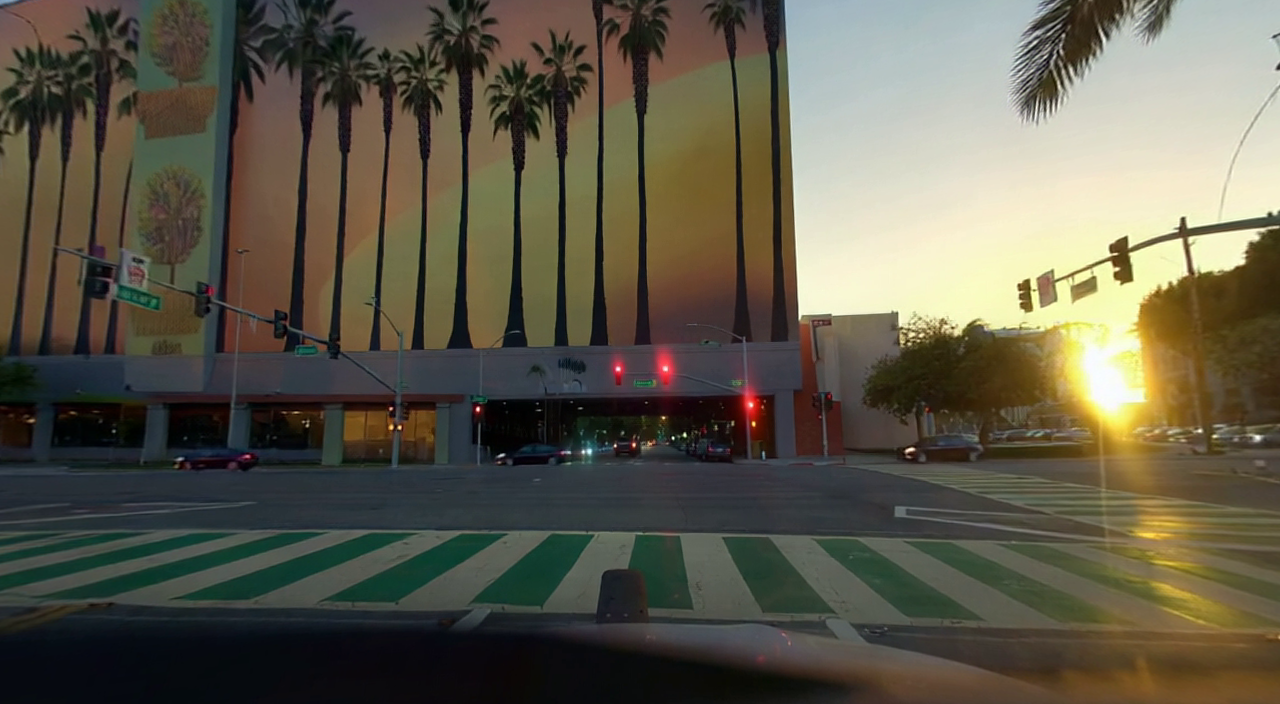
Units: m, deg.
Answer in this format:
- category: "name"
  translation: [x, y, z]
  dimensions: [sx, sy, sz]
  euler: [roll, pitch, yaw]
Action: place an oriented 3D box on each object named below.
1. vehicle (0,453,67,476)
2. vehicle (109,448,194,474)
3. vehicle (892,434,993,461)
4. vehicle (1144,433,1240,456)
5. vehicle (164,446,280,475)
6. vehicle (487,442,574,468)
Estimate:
- category: "vehicle"
  translation: [-41.664, 7.622, 42.778]
  dimensions: [3.698, 1.508, 1.779]
  euler: [0, -8, 1]
- category: "vehicle"
  translation: [-33.078, 7.392, 42.765]
  dimensions: [4.136, 1.661, 1.857]
  euler: [0, -8, 0]
- category: "vehicle"
  translation: [17.524, 5.554, 36.658]
  dimensions: [4.893, 1.458, 1.791]
  euler: [0, -8, 0]
- category: "vehicle"
  translation: [36.049, 6.026, 41.257]
  dimensions: [4.606, 1.449, 1.687]
  euler: [0, -8, 1]
- category: "vehicle"
  translation: [-22.096, 5.738, 33.454]
  dimensions: [4.875, 1.461, 1.777]
  euler: [0, -8, 1]
- category: "vehicle"
  translation: [-6.427, 6.066, 37.245]
  dimensions: [4.784, 1.465, 1.798]
  euler: [0, -8, 1]
